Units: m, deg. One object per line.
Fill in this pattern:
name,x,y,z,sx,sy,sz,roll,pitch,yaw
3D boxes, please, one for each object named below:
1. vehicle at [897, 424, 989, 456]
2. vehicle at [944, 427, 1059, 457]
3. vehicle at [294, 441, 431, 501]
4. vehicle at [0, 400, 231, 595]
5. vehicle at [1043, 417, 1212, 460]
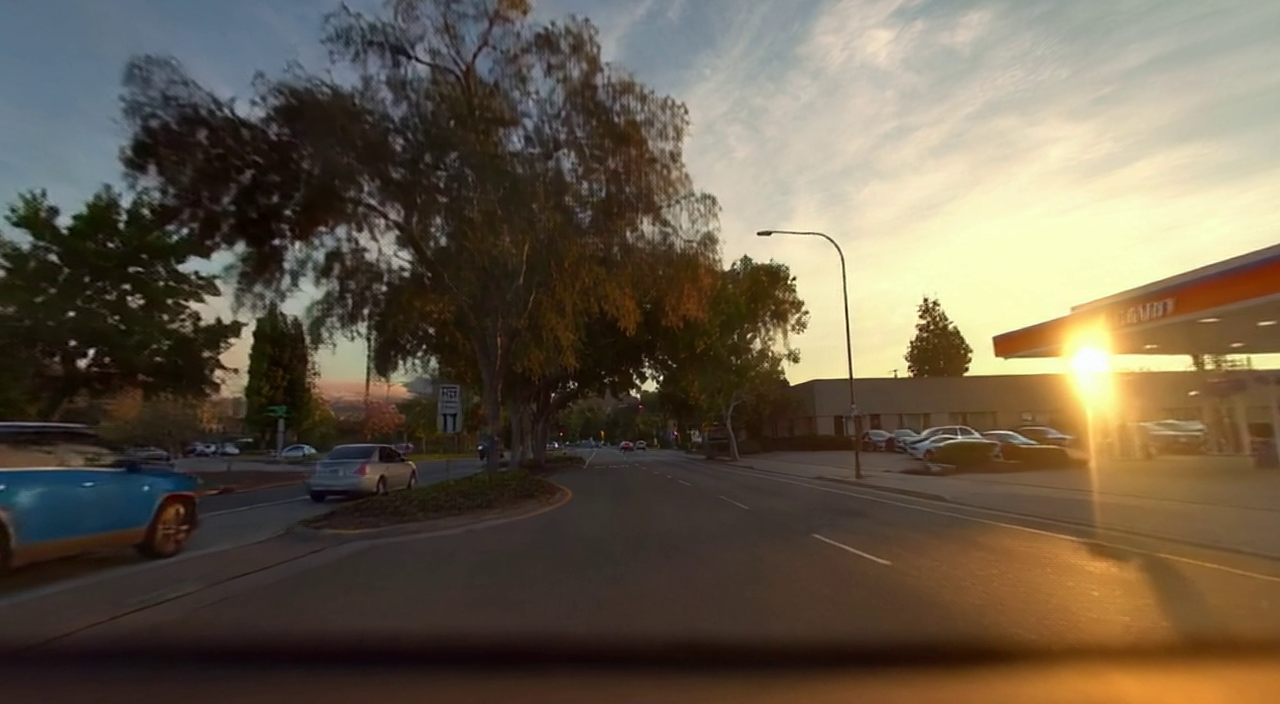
vehicle,18.015,5.225,37.694,4.422,1.586,1.990,-2,-7,-3
vehicle,18.725,4.693,32.856,4.800,1.459,2.051,1,-9,-4
vehicle,-7.554,3.258,17.778,1.982,1.465,4.376,0,-9,-2
vehicle,-6.857,1.494,6.878,1.987,1.747,4.545,0,-9,-4
vehicle,19.207,3.445,25.064,4.868,1.610,2.223,0,-9,-2
